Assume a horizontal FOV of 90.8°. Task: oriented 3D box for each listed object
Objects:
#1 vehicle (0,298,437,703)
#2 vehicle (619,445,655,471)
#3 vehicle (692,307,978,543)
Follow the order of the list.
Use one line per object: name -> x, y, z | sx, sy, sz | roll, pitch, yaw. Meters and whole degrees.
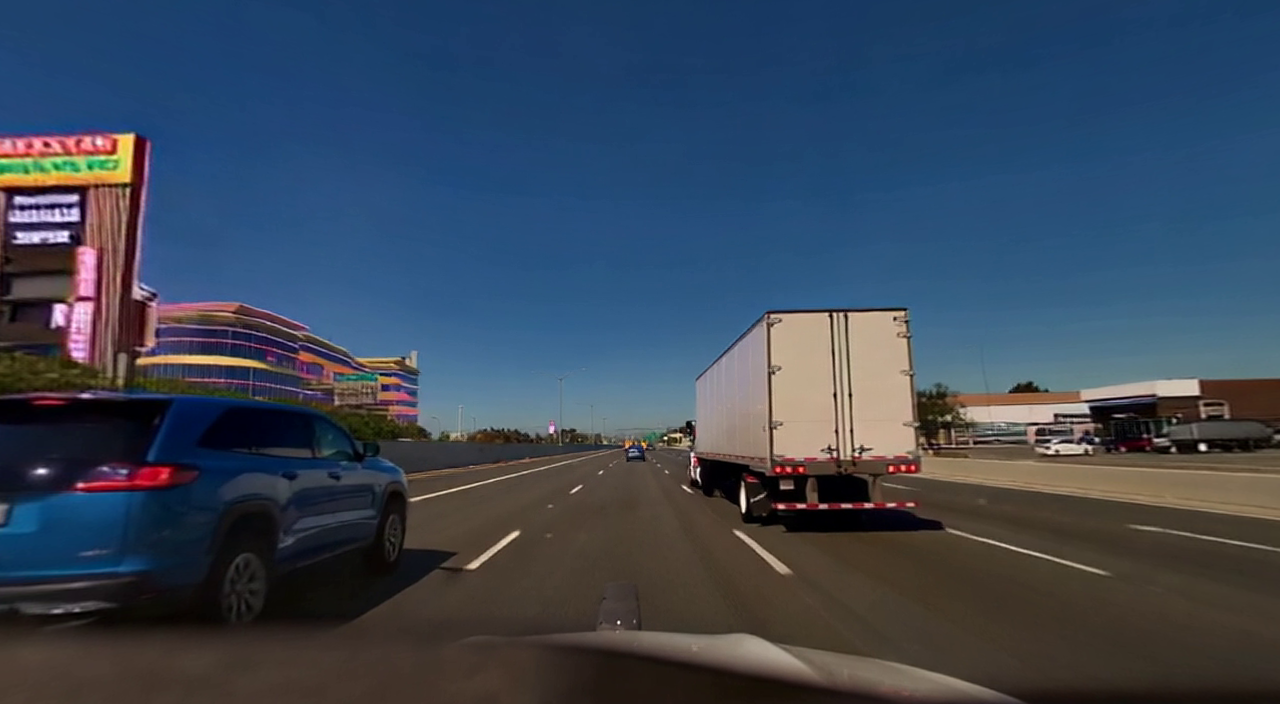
vehicle -> -3.357, 1.045, 4.529 | 2.229, 1.806, 4.698 | 0, -9, 0
vehicle -> -0.172, 5.987, 35.914 | 1.929, 1.395, 3.999 | 0, -9, 0
vehicle -> 3.173, 1.804, 14.434 | 2.934, 3.325, 10.986 | 0, -9, 0
